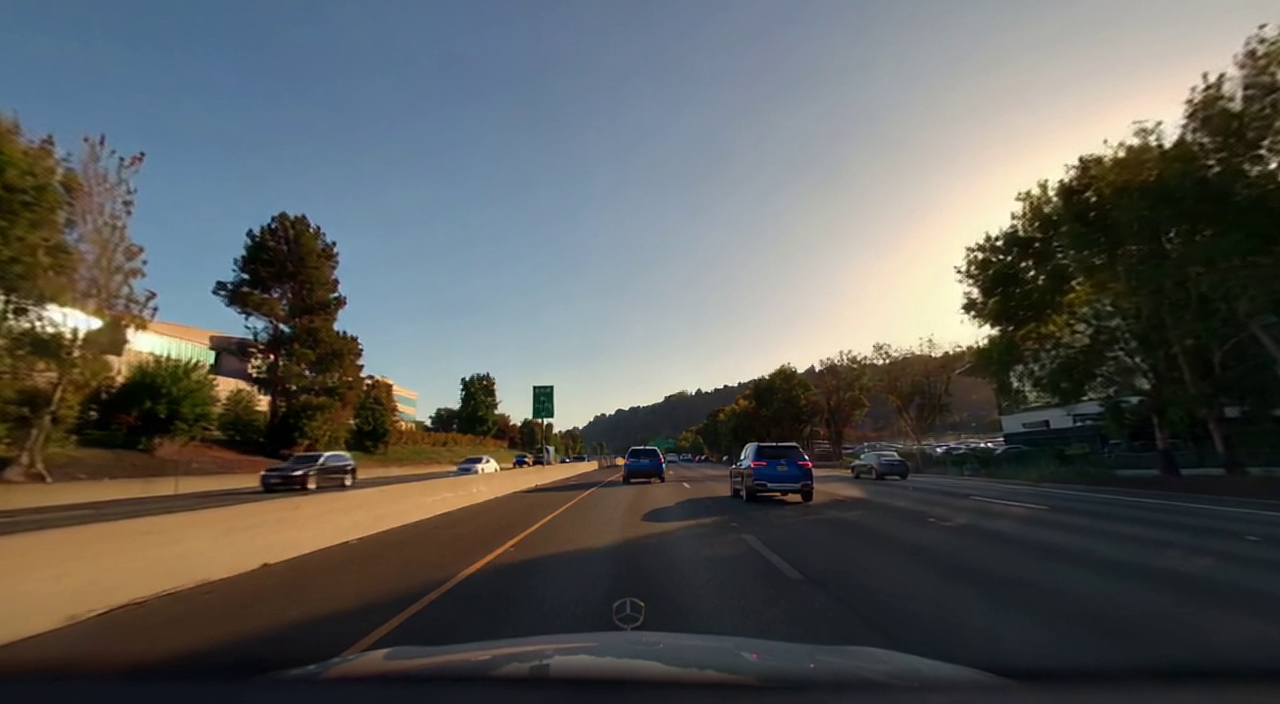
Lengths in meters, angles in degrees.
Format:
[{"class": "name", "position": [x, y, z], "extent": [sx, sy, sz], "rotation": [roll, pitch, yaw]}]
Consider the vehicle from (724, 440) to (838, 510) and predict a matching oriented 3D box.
[{"class": "vehicle", "position": [3.554, 3.176, 16.762], "extent": [2.042, 1.592, 4.047], "rotation": [0, -8, -1]}]

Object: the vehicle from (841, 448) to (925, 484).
[{"class": "vehicle", "position": [11.165, 5.234, 29.427], "extent": [1.985, 1.503, 4.842], "rotation": [0, -8, 0]}]

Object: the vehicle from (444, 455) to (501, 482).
[{"class": "vehicle", "position": [-10.237, 7.161, 38.970], "extent": [2.146, 1.479, 4.671], "rotation": [0, -8, 1]}]

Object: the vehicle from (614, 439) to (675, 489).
[{"class": "vehicle", "position": [0.185, 4.537, 26.005], "extent": [2.290, 1.862, 4.454], "rotation": [0, -8, 1]}]

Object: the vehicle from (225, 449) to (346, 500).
[{"class": "vehicle", "position": [-14.544, 5.006, 26.327], "extent": [2.018, 1.887, 5.108], "rotation": [0, -8, 1]}]
